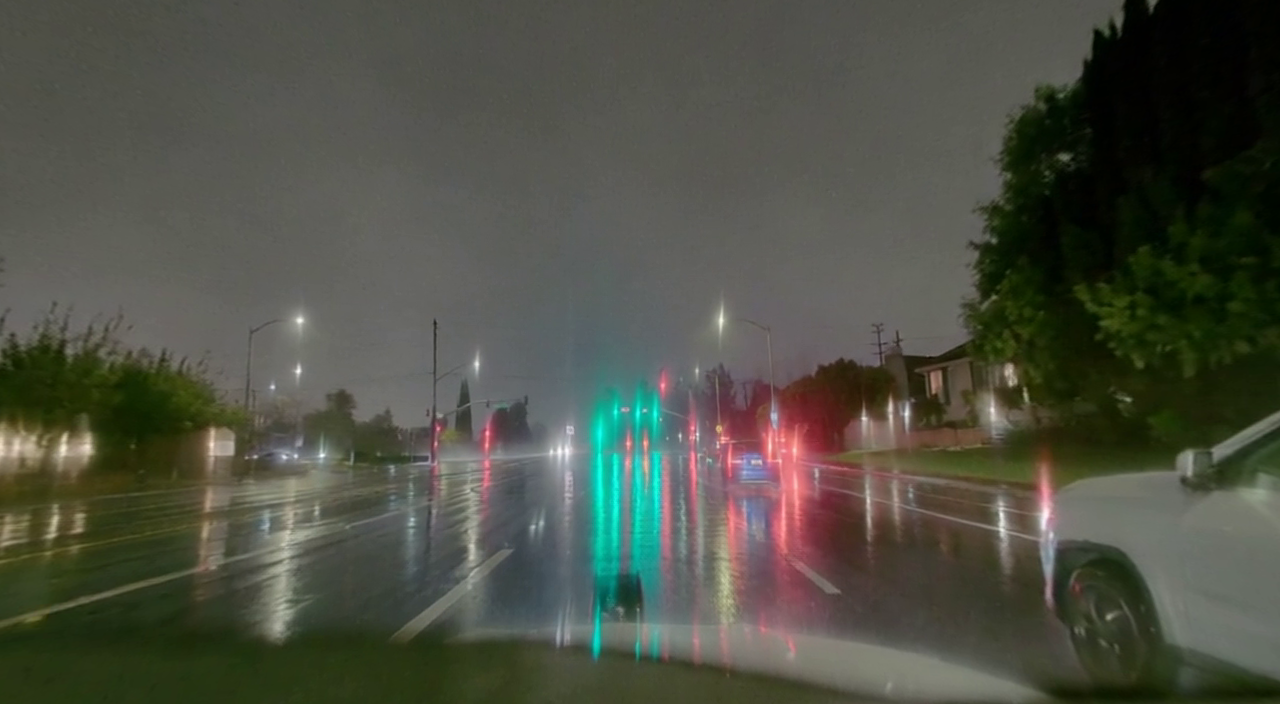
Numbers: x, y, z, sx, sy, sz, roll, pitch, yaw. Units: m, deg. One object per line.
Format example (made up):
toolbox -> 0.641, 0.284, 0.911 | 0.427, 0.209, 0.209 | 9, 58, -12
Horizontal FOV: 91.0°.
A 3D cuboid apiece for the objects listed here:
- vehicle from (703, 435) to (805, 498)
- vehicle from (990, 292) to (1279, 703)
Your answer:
vehicle -> 2.910, 3.021, 16.990 | 1.889, 1.451, 4.180 | 0, -9, -1
vehicle -> 3.062, 0.586, 1.205 | 2.129, 1.761, 4.610 | 0, -9, 0
